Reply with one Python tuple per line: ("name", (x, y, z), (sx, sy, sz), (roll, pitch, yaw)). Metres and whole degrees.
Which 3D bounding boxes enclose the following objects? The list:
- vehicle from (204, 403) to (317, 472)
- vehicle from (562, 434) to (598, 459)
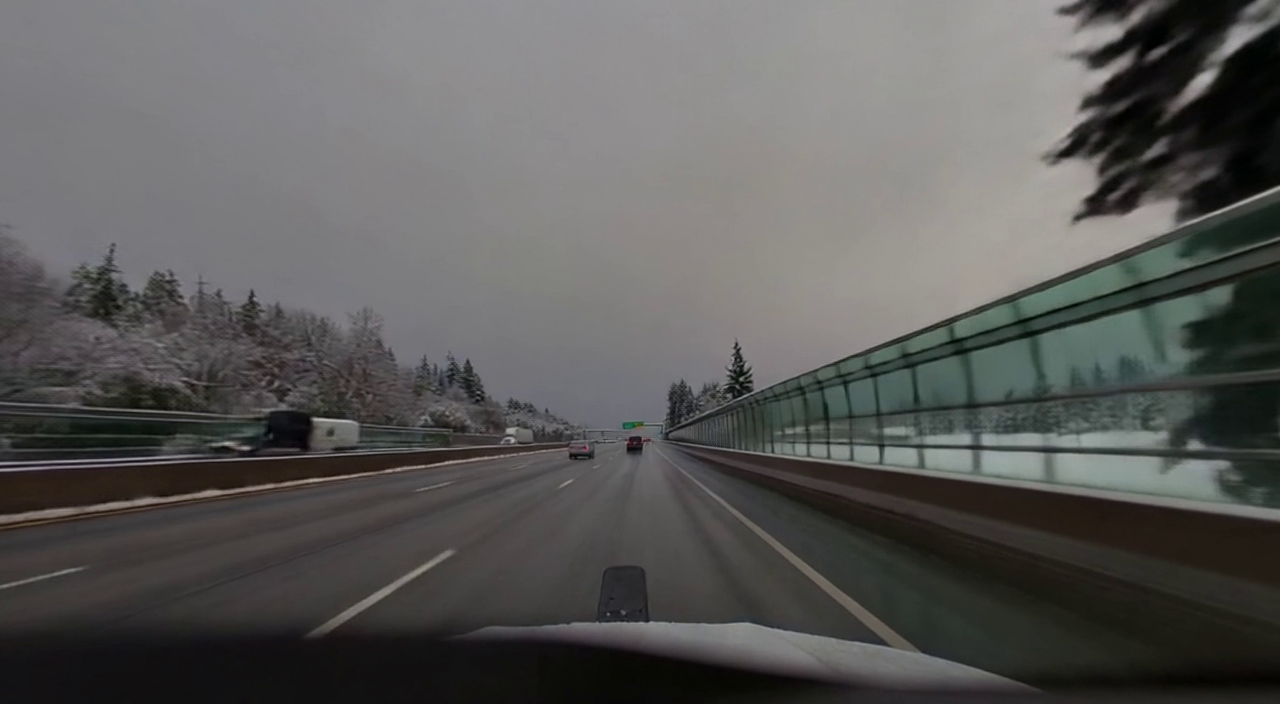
("vehicle", (-24.850, 5.735, 41.591), (3.405, 4.202, 6.331), (0, -9, -1))
("vehicle", (-4.168, 6.612, 43.963), (2.063, 1.598, 4.189), (0, -8, 0))
